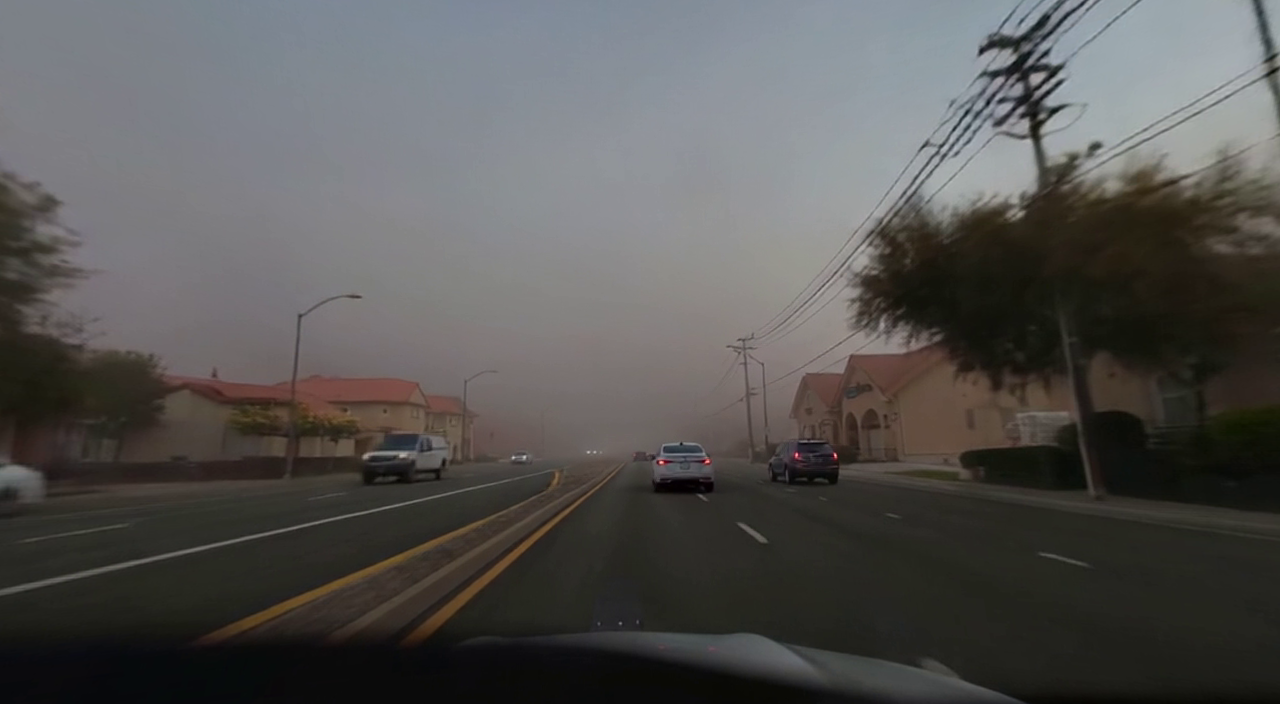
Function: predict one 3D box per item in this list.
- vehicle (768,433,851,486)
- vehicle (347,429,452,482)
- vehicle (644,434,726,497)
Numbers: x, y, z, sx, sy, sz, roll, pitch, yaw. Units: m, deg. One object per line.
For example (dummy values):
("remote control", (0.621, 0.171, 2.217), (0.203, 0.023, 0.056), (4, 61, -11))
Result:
("vehicle", (6.597, 4.249, 25.062), (2.061, 1.889, 4.268), (0, -9, 0))
("vehicle", (-10.632, 4.666, 28.481), (2.423, 2.132, 5.881), (0, -9, 0))
("vehicle", (1.238, 3.444, 19.354), (2.138, 1.702, 4.168), (0, -9, -1))
